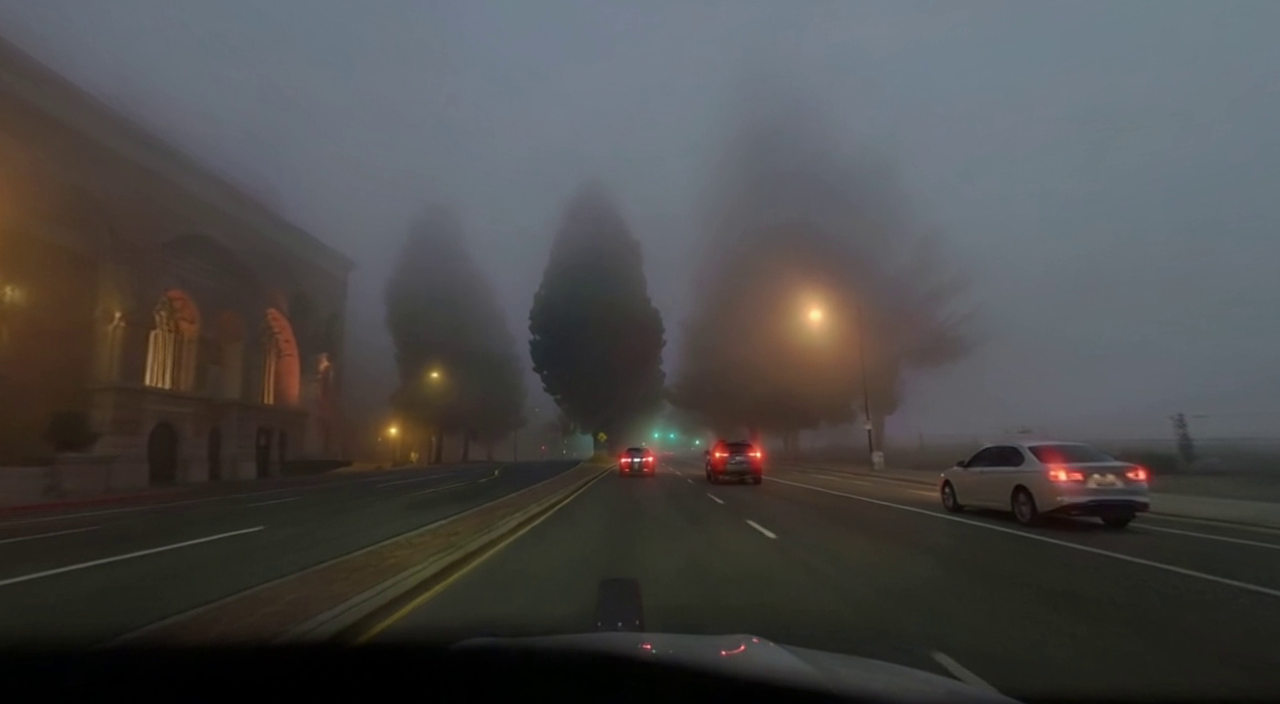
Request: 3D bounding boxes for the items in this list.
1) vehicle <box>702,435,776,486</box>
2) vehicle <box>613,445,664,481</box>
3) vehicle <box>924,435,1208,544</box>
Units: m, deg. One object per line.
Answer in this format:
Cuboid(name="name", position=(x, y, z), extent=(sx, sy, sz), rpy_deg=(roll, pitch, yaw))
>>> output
Cuboid(name="vehicle", position=(3.643, 4.096, 24.114), extent=(2.036, 1.757, 4.300), rpy_deg=(0, -9, -1))
Cuboid(name="vehicle", position=(-0.061, 4.798, 27.622), extent=(2.054, 1.446, 3.969), rpy_deg=(0, -9, 0))
Cuboid(name="vehicle", position=(6.836, 2.214, 10.869), extent=(1.868, 1.472, 4.274), rpy_deg=(0, -9, -1))
